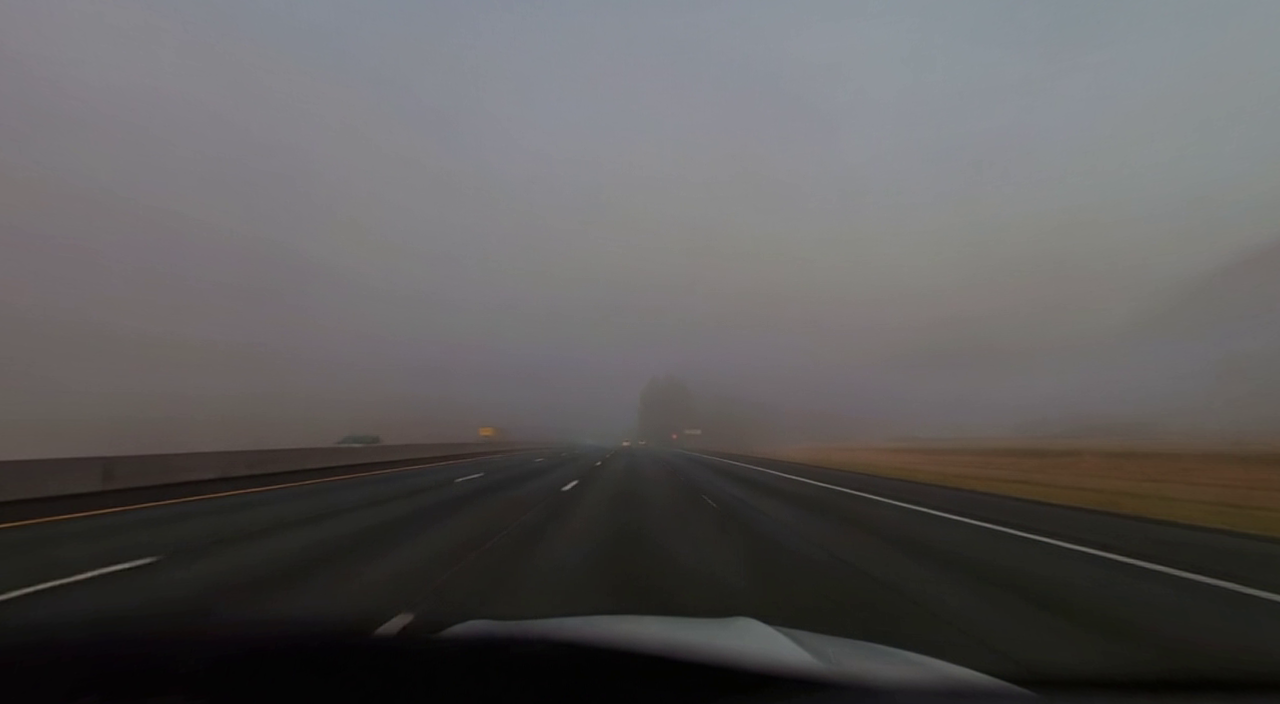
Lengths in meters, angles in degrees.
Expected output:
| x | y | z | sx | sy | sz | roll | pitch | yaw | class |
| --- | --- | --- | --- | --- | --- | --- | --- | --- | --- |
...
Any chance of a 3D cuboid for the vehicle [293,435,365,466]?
| x | y | z | sx | sy | sz | roll | pitch | yaw | class |
| --- | --- | --- | --- | --- | --- | --- | --- | --- | --- |
| -16.380 | 5.180 | 33.332 | 1.902 | 1.512 | 4.009 | 0 | -8 | -2 | vehicle |
